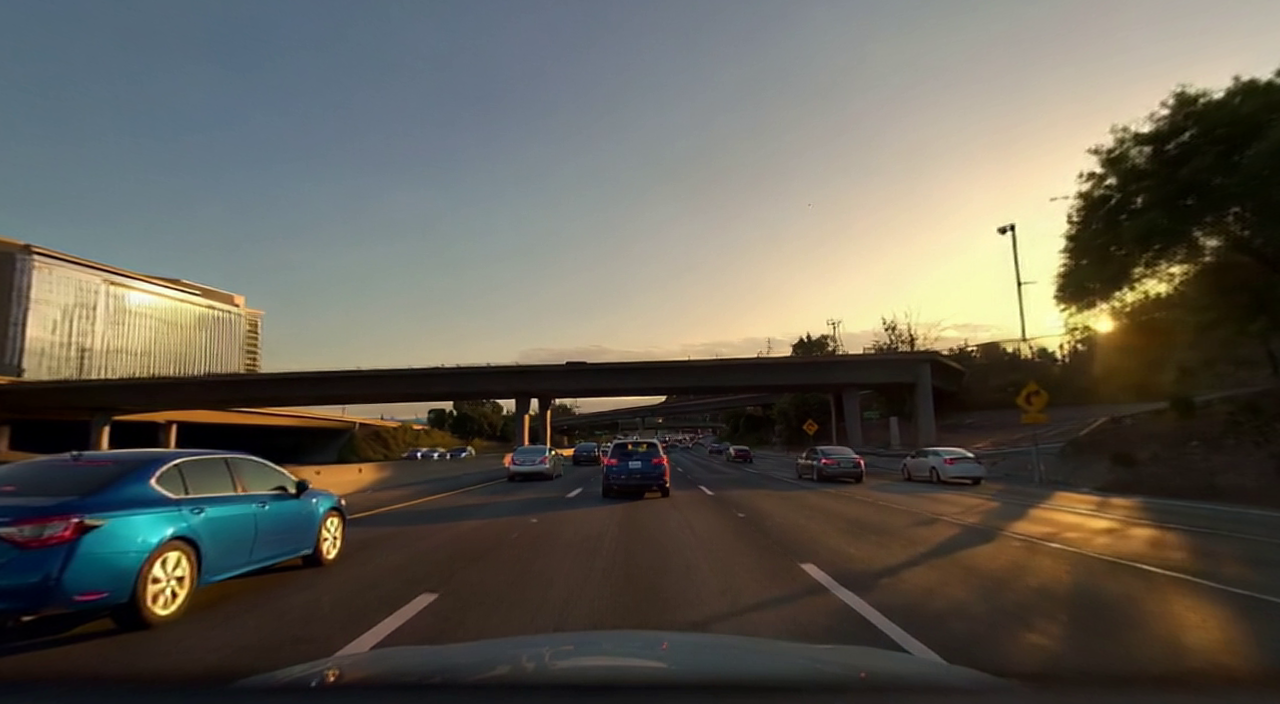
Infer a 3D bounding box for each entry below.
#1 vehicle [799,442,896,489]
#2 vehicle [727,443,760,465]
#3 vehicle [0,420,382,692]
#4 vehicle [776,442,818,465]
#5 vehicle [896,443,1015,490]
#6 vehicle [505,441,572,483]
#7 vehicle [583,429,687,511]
[{"bbox_3d":[7.528,4.154,23.402,2.049,1.521,4.604,0,-9,0],"label":"vehicle"},{"bbox_3d":[7.724,7.647,47.238,1.880,1.526,3.641,0,-9,-1],"label":"vehicle"},{"bbox_3d":[-4.290,1.457,5.741,1.974,1.478,4.412,0,-9,0],"label":"vehicle"},{"bbox_3d":[11.697,7.615,47.215,1.992,1.625,4.359,0,-9,0],"label":"vehicle"},{"bbox_3d":[11.193,4.076,22.750,2.008,1.516,4.385,0,-9,0],"label":"vehicle"},{"bbox_3d":[-4.021,4.431,25.645,1.947,1.516,4.295,0,-9,1],"label":"vehicle"},{"bbox_3d":[-0.072,2.786,15.288,2.181,1.697,4.021,0,-9,1],"label":"vehicle"}]
